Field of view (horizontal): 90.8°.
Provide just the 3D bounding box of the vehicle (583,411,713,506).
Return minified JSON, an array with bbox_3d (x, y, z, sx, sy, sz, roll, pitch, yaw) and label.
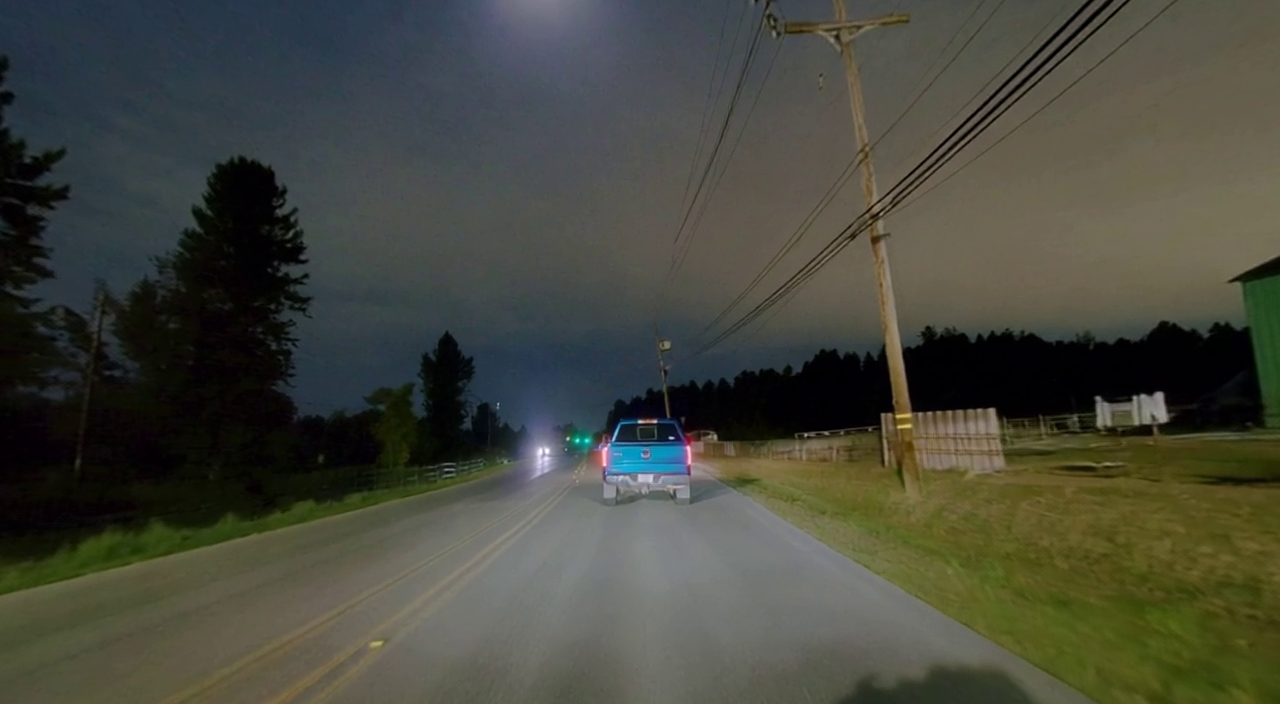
[{"bbox_3d":[0.040,2.674,16.330,2.693,1.941,6.356,0,-9,-2],"label":"vehicle"}]
